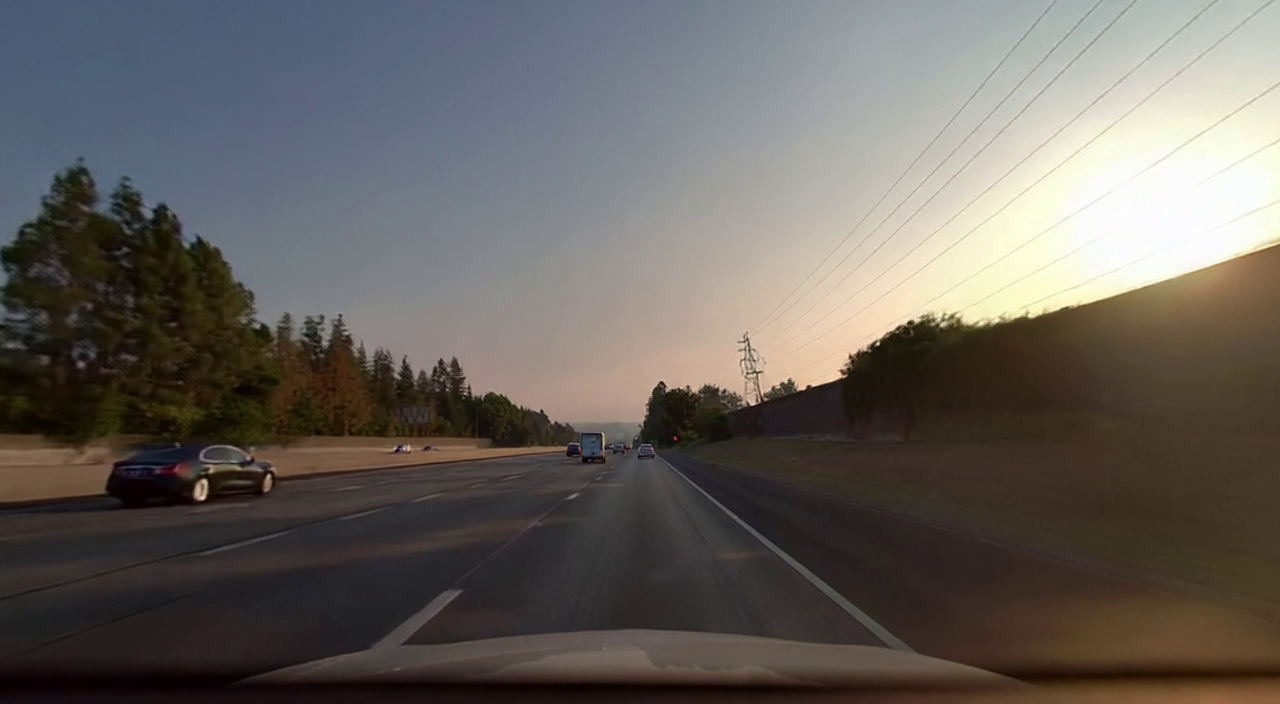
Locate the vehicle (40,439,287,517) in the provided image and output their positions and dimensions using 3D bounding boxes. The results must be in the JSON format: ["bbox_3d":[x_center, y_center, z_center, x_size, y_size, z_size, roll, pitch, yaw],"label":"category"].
[{"bbox_3d":[-10.572,2.783,14.547,1.955,1.496,4.732,0,-8,1],"label":"vehicle"}]

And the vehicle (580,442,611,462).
[{"bbox_3d":[-3.430,7.795,49.164,2.046,1.478,4.111,0,-8,0],"label":"vehicle"}]

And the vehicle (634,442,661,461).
[{"bbox_3d":[0.610,7.894,49.831,2.057,1.453,3.926,0,-8,0],"label":"vehicle"}]
